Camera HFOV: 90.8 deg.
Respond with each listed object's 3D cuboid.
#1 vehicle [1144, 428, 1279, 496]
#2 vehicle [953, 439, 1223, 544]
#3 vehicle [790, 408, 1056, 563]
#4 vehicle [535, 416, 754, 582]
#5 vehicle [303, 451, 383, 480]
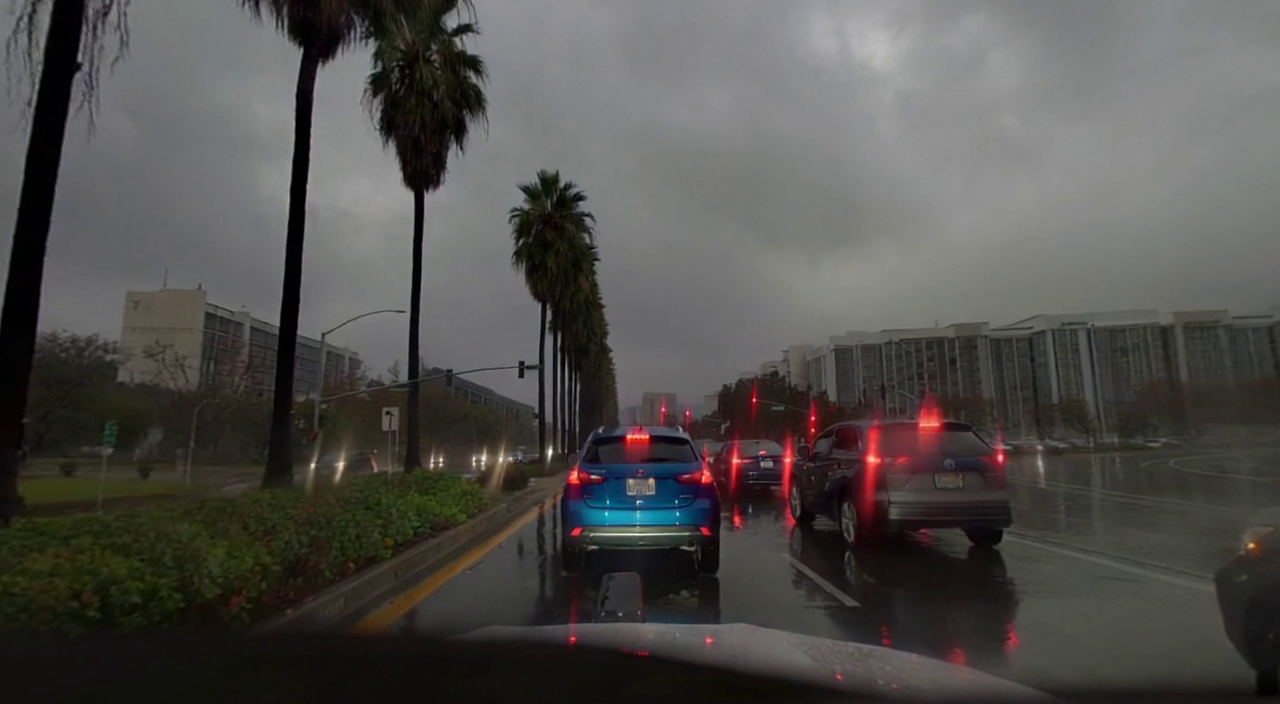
[{"bbox_3d":[18.073,3.196,18.472,4.786,1.848,2.107,0,-9,-1],"label":"vehicle"},{"bbox_3d":[7.381,2.291,11.043,1.832,1.477,3.981,0,-9,1],"label":"vehicle"},{"bbox_3d":[3.679,1.813,9.239,1.947,1.725,4.159,0,-9,0],"label":"vehicle"},{"bbox_3d":[0.035,1.709,8.109,2.083,1.572,4.021,0,-9,0],"label":"vehicle"},{"bbox_3d":[-16.154,6.168,34.659,2.021,1.464,4.505,0,-9,2],"label":"vehicle"}]
